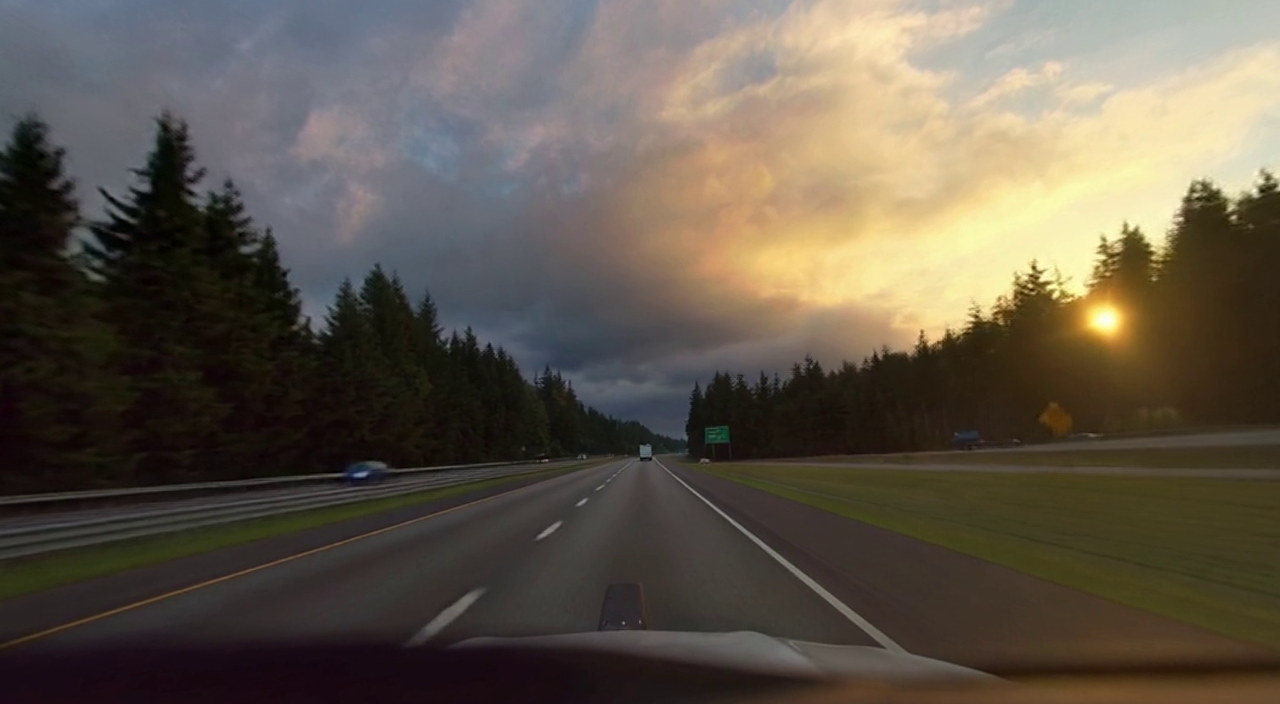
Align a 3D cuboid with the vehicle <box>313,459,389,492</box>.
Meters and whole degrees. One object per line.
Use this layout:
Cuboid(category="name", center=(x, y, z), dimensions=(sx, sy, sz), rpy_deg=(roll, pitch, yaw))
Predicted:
Cuboid(category="vehicle", center=(-14.517, 6.207, 31.930), dimensions=(1.841, 1.465, 4.007), rpy_deg=(0, -9, 2))
